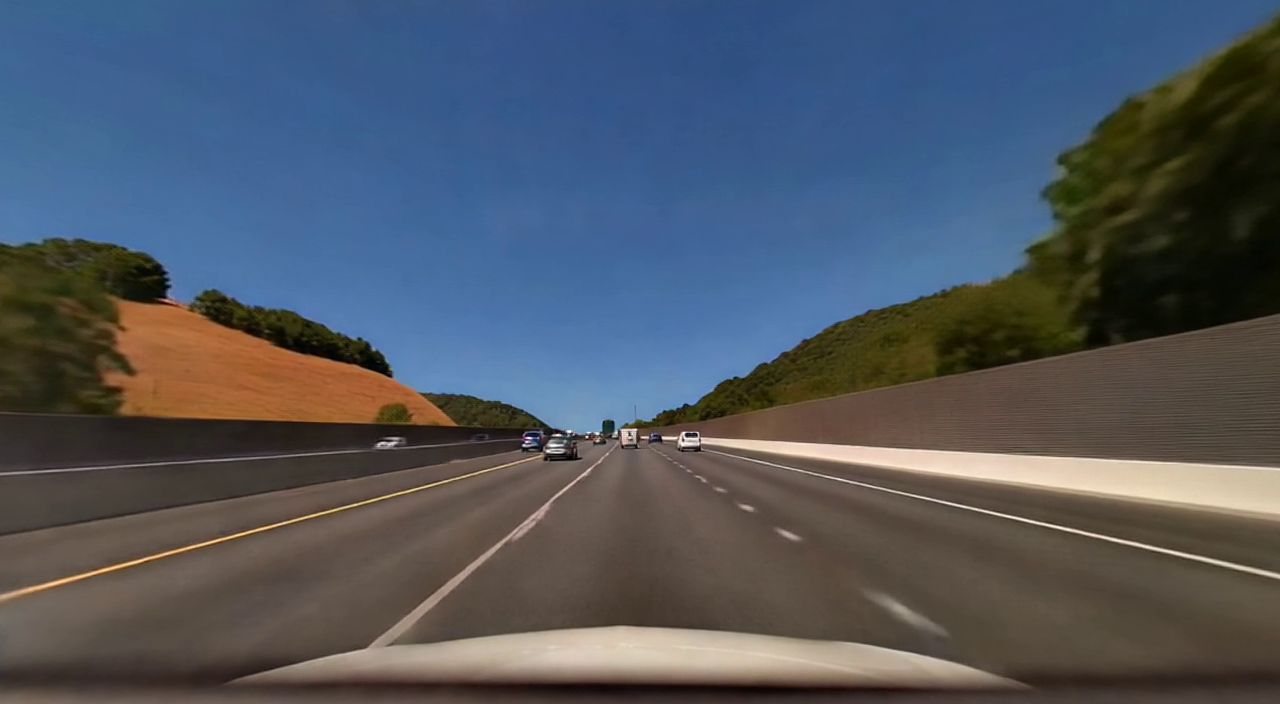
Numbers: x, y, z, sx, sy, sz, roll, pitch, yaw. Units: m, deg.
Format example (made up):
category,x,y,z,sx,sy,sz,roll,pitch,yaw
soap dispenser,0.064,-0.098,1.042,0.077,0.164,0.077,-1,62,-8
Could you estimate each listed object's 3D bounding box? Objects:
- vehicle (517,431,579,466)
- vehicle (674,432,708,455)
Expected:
category,x,y,z,sx,sy,sz,roll,pitch,yaw
vehicle,-4.097,4.356,28.732,2.204,1.486,4.121,0,-8,0
vehicle,3.390,6.159,42.332,1.806,1.469,3.681,0,-8,-2
